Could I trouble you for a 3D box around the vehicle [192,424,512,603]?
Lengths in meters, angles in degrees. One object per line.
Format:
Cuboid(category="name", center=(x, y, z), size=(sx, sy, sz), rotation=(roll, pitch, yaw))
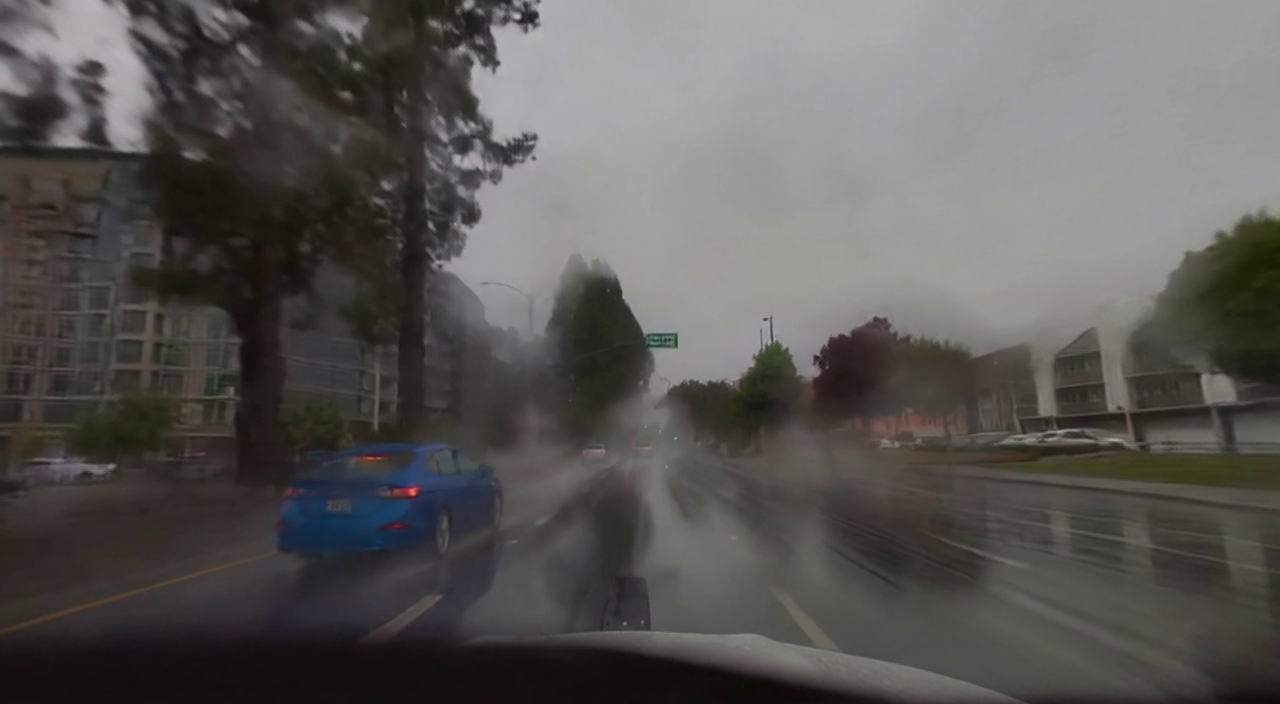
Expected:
Cuboid(category="vehicle", center=(-3.230, 1.862, 8.278), size=(2.009, 1.489, 4.543), rotation=(-5, -8, 1))
